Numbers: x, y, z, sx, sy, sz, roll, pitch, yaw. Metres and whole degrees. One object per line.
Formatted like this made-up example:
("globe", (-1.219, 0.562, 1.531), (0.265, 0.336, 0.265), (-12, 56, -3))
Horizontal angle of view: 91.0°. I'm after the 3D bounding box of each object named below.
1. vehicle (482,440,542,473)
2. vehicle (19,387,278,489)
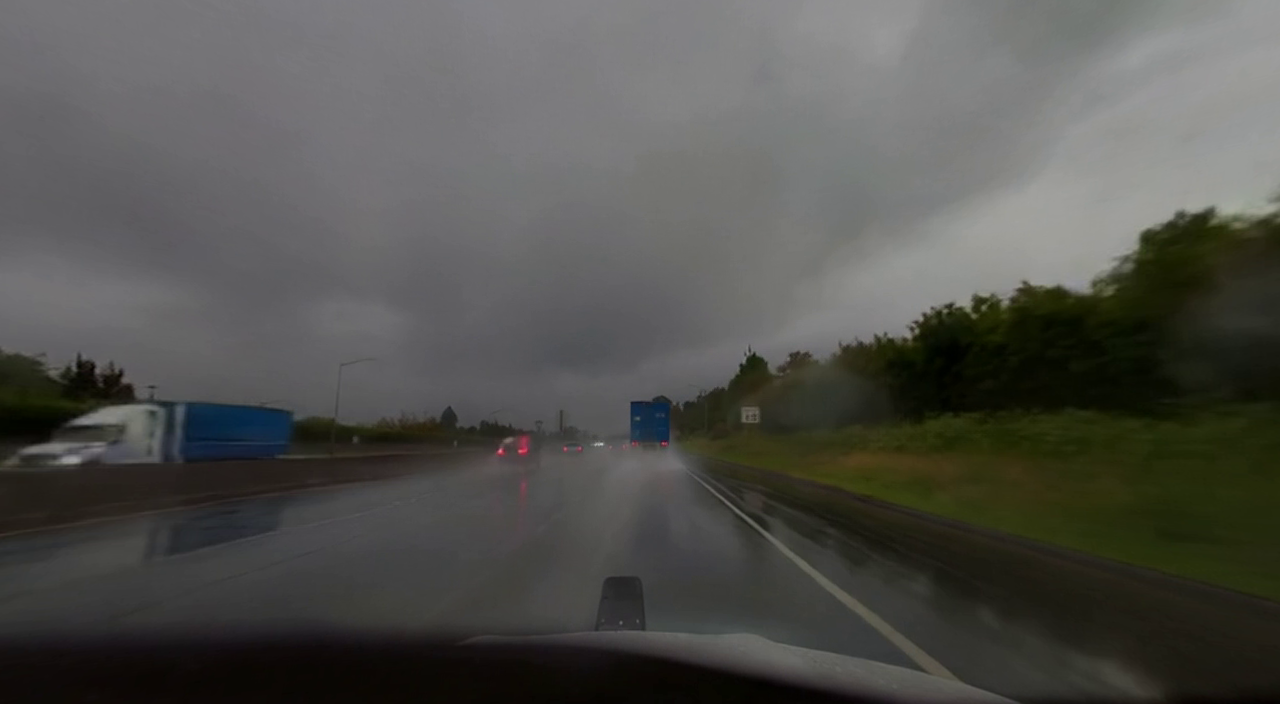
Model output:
("vehicle", (-6.392, 5.277, 31.992), (2.017, 1.517, 4.766), (0, -8, 1))
("vehicle", (-20.330, 3.784, 27.399), (3.005, 3.574, 10.095), (0, -8, 0))
